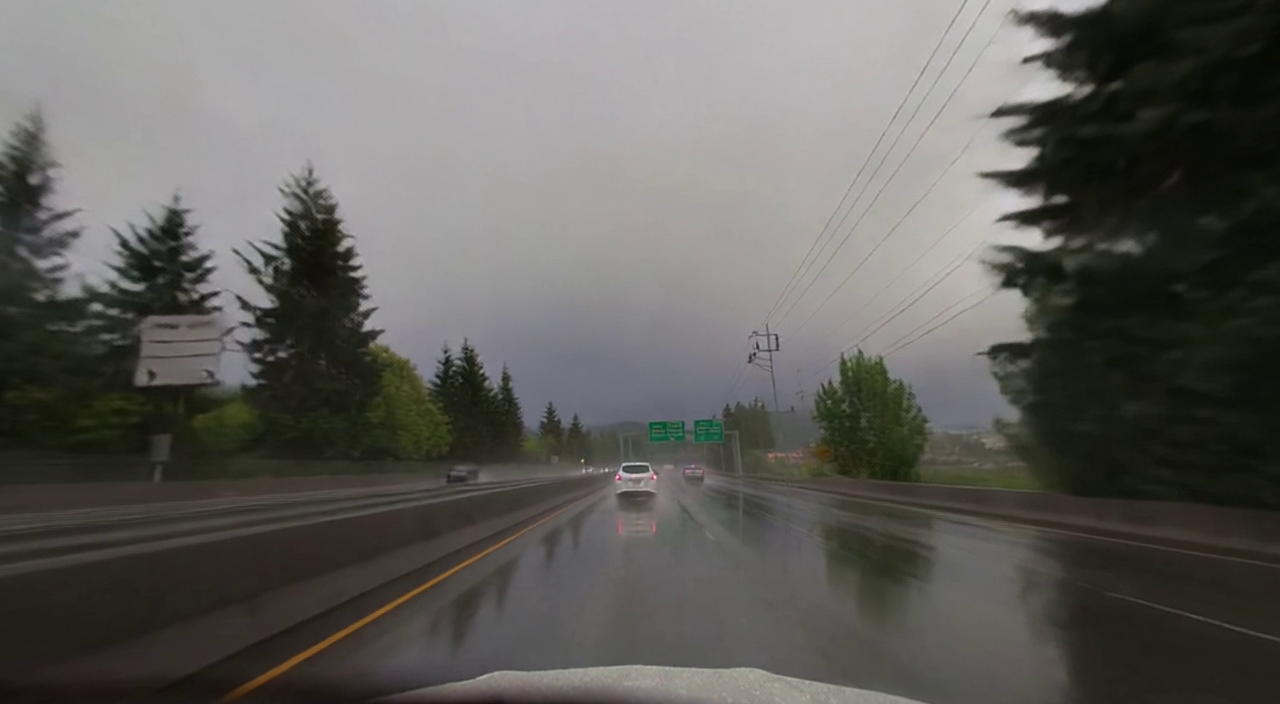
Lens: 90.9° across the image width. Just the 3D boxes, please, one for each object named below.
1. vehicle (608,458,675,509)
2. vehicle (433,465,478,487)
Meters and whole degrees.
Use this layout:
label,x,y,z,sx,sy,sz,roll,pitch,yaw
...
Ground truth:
label,x,y,z,sx,sy,sz,roll,pitch,yaw
vehicle,0.034,4.286,20.805,1.987,1.480,3.786,1,-10,0
vehicle,-14.024,9.437,48.139,1.960,1.570,4.196,0,-10,2
